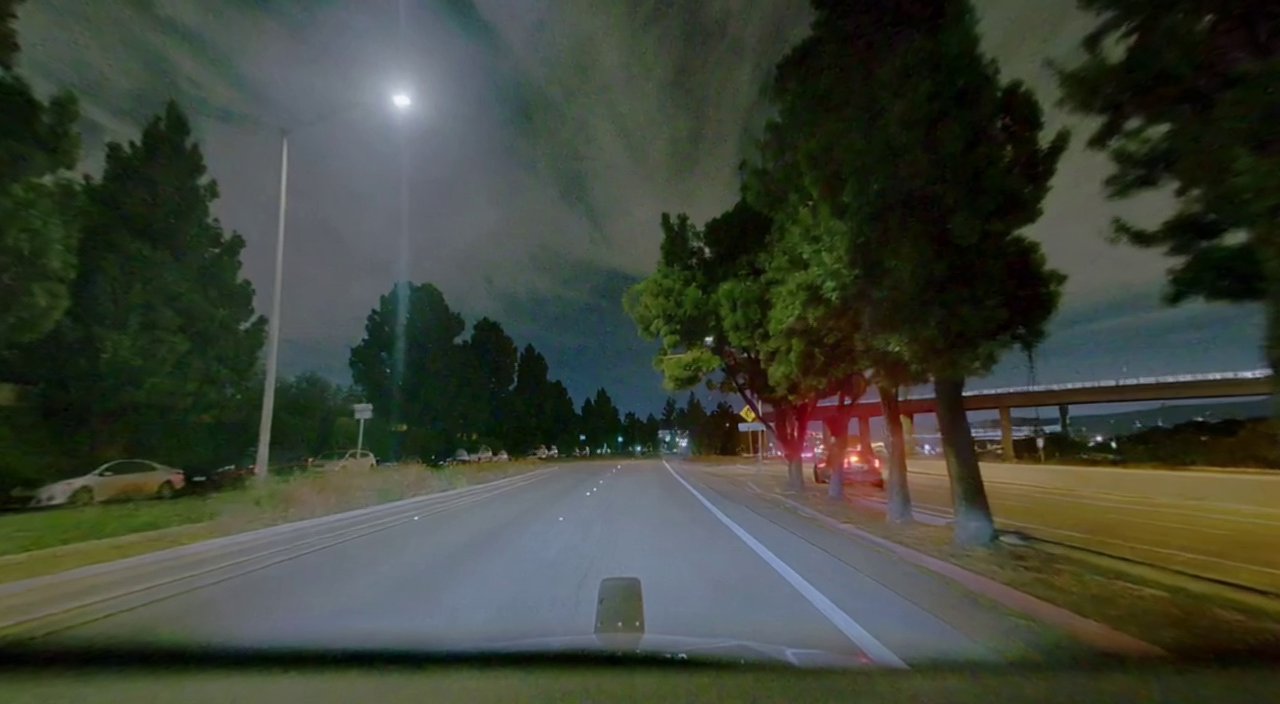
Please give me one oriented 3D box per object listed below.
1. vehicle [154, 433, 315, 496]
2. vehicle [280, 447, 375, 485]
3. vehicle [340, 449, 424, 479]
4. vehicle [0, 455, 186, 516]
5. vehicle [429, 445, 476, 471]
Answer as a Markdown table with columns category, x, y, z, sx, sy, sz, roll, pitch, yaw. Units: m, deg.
| category | x | y | z | sx | sy | sz | roll | pitch | yaw |
| --- | --- | --- | --- | --- | --- | --- | --- | --- | --- |
| vehicle | -14.397 | 4.080 | 22.963 | 2.074 | 1.910 | 5.314 | 3 | -10 | 2 |
| vehicle | -13.976 | 5.114 | 28.597 | 1.908 | 1.559 | 4.301 | 0 | -9 | 3 |
| vehicle | -13.896 | 6.047 | 34.467 | 2.155 | 1.477 | 5.369 | -1 | -8 | 3 |
| vehicle | -14.654 | 3.458 | 16.853 | 1.875 | 1.353 | 4.075 | 1 | -9 | 2 |
| vehicle | -13.391 | 7.571 | 45.395 | 1.903 | 1.703 | 4.346 | 1 | -9 | 1 |
